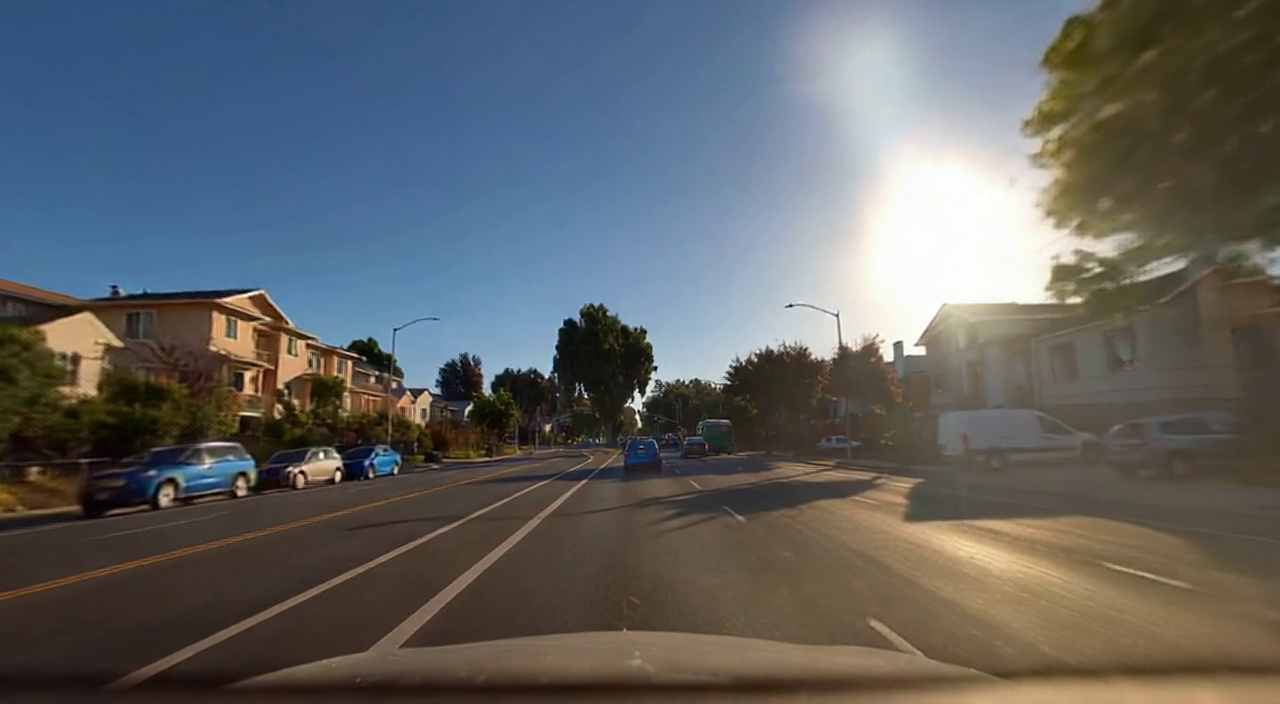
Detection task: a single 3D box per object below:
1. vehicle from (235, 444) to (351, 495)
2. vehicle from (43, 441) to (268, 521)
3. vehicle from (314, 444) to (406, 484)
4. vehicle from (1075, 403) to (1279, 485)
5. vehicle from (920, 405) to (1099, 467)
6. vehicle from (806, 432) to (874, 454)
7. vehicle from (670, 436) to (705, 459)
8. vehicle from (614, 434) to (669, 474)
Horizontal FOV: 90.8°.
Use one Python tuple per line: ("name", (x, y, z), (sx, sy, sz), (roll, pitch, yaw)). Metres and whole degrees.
("vehicle", (-14.489, 4.878, 26.790), (2.140, 1.899, 4.900), (-1, -8, 0))
("vehicle", (-14.474, 3.809, 19.593), (2.351, 2.008, 5.971), (-1, -8, -1))
("vehicle", (-14.275, 5.705, 32.643), (2.078, 1.833, 5.666), (-1, -8, 1))
("vehicle", (15.083, 2.519, 17.461), (4.481, 1.988, 2.065), (-2, -8, -1))
("vehicle", (14.742, 3.392, 25.471), (5.696, 2.299, 2.292), (0, -8, -2))
("vehicle", (15.184, 6.904, 48.139), (4.456, 1.520, 1.911), (-1, -8, -2))
("vehicle", (3.387, 6.862, 45.583), (2.161, 1.519, 4.568), (-1, -8, 0))
("vehicle", (0.027, 4.223, 26.311), (2.093, 1.497, 4.010), (0, -8, -1))
